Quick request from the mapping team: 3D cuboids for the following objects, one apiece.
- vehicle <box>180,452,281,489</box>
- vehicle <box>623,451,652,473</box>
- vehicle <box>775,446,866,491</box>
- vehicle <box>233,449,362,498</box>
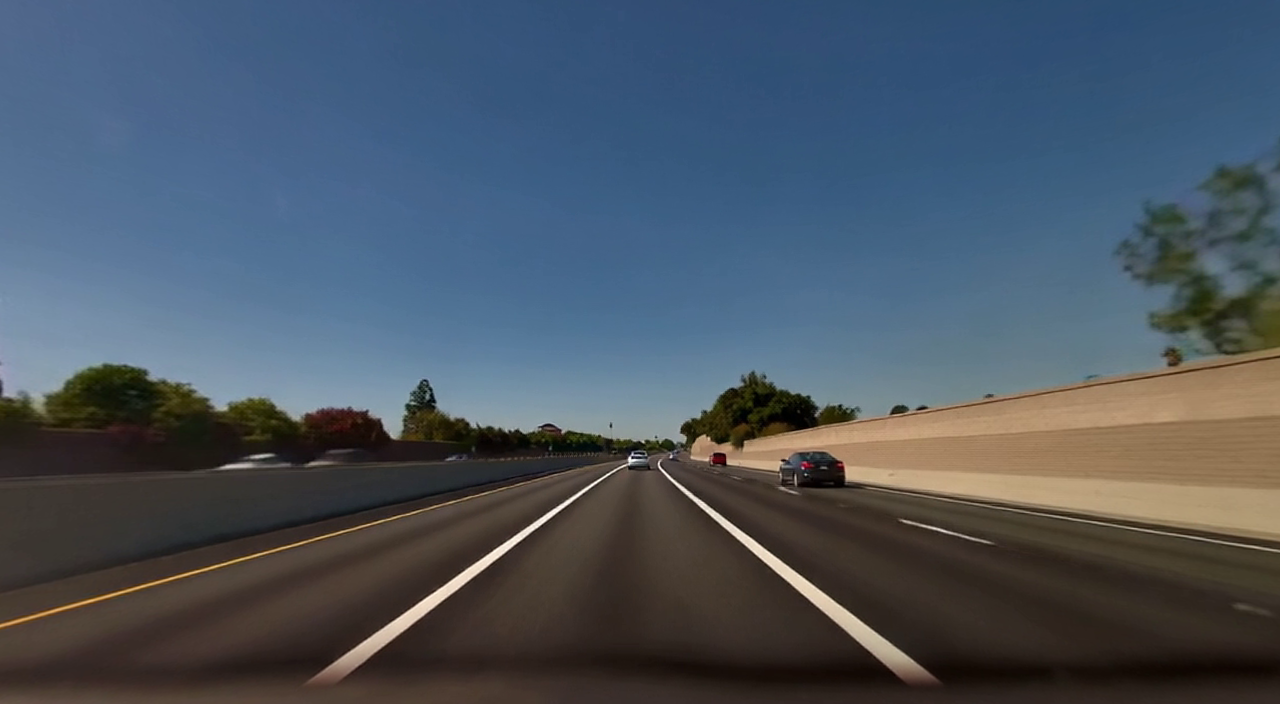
[{"bbox_3d":[-19.067,5.510,29.424,1.892,1.558,4.148,0,-9,0],"label":"vehicle"},{"bbox_3d":[-0.148,8.028,45.920,2.025,1.526,4.181,0,-9,0],"label":"vehicle"},{"bbox_3d":[6.783,4.415,24.126,2.008,1.533,4.592,0,-9,-1],"label":"vehicle"},{"bbox_3d":[-12.080,4.279,22.537,2.066,1.526,4.529,0,-9,0],"label":"vehicle"}]
